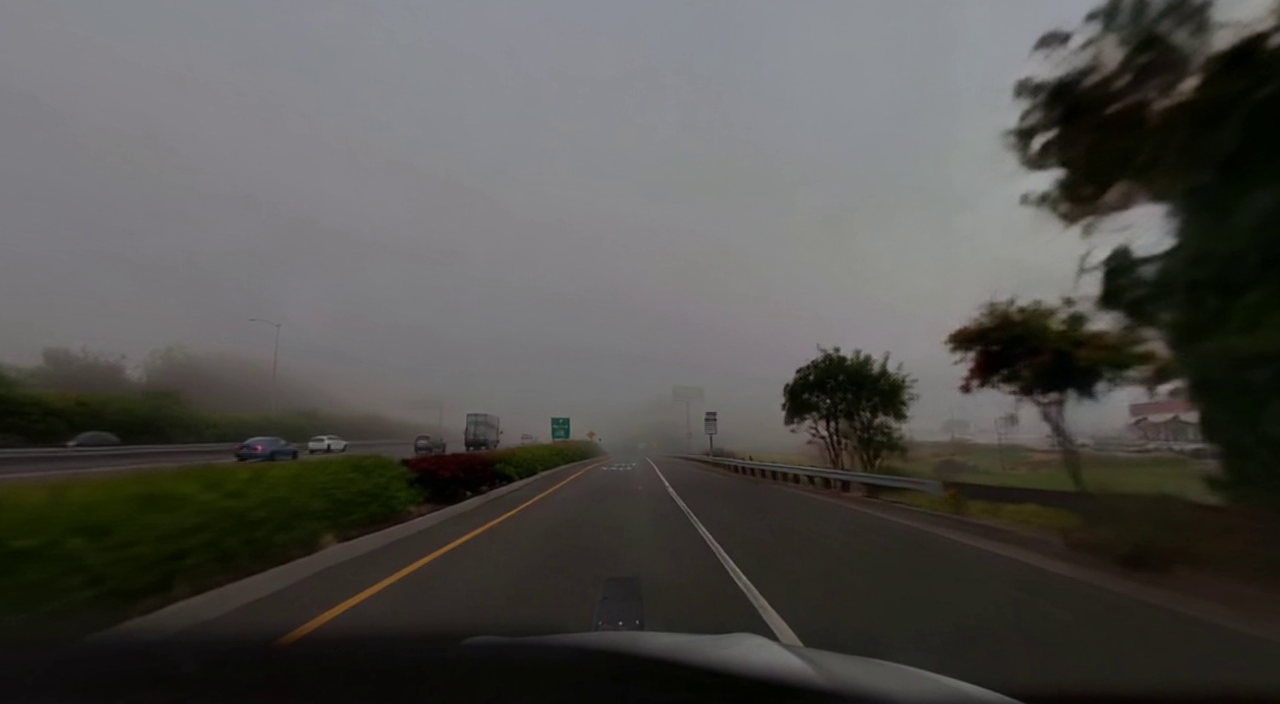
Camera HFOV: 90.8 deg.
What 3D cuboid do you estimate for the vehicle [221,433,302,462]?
[{"bbox_3d":[-21.229,5.356,35.640,1.933,1.496,4.516,0,-8,-3],"label":"vehicle"}]
